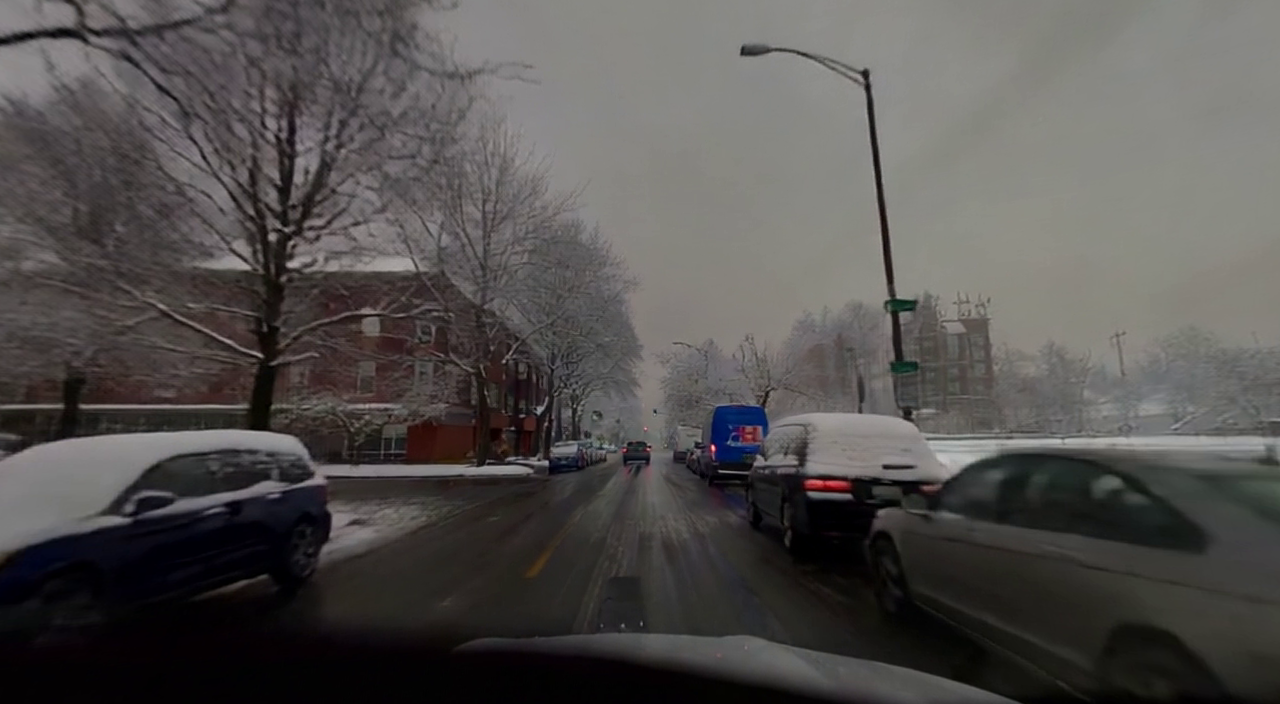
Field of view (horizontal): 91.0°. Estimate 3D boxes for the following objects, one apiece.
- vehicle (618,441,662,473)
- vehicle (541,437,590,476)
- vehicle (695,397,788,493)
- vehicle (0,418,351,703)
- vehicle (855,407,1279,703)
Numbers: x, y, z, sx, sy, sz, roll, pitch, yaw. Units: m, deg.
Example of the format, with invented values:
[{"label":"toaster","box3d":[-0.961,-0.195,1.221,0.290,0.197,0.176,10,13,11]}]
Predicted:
[{"label":"vehicle","box3d":[0.013,5.251,31.790,2.095,1.510,3.605,0,-8,0]},{"label":"vehicle","box3d":[-3.829,5.429,33.096,1.951,1.662,4.046,0,-4,2]},{"label":"vehicle","box3d":[3.273,3.191,21.724,2.245,2.843,5.762,0,-8,0]},{"label":"vehicle","box3d":[-4.598,1.395,5.305,2.090,1.497,4.639,1,-4,1]},{"label":"vehicle","box3d":[2.826,1.113,3.326,1.906,1.471,3.941,0,-8,-1]}]
